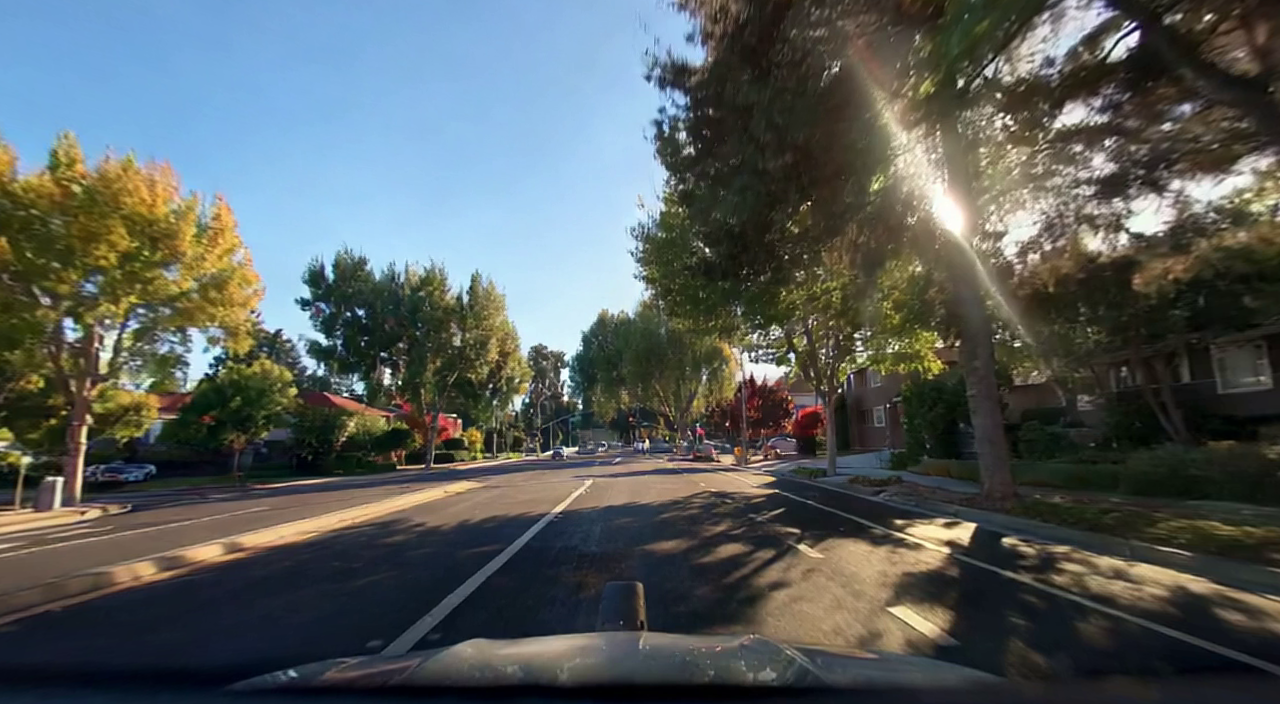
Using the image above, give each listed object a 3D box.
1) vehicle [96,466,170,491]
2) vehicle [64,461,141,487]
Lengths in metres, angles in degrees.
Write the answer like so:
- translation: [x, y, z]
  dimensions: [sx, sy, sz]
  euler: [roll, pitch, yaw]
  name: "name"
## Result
- translation: [-33.130, 8.242, 41.392]
  dimensions: [1.713, 1.466, 3.614]
  euler: [-1, -9, 2]
  name: "vehicle"
- translation: [-35.685, 8.108, 42.064]
  dimensions: [1.779, 1.526, 3.705]
  euler: [0, -8, 1]
  name: "vehicle"
